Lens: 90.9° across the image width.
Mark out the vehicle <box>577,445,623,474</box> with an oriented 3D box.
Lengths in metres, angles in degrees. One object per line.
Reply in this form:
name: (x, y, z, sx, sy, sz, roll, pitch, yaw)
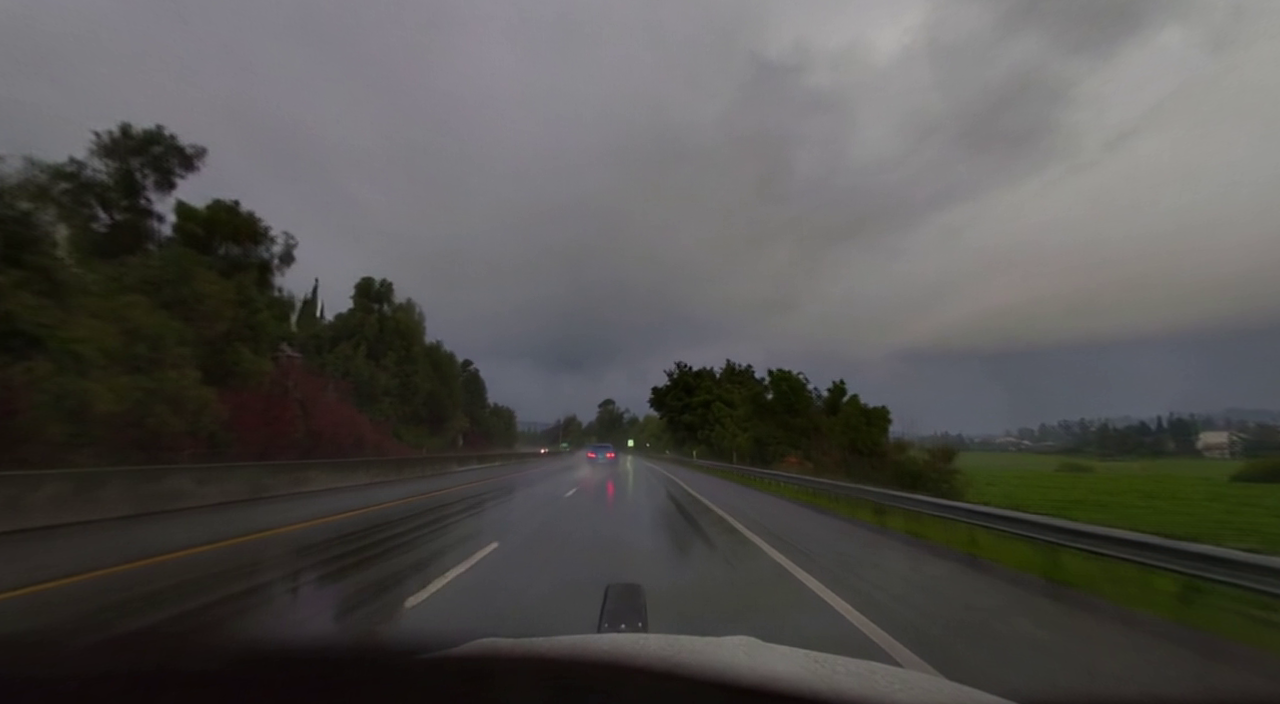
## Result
vehicle: (-2.078, 5.742, 33.944, 2.126, 1.411, 4.433, 0, -9, 1)
